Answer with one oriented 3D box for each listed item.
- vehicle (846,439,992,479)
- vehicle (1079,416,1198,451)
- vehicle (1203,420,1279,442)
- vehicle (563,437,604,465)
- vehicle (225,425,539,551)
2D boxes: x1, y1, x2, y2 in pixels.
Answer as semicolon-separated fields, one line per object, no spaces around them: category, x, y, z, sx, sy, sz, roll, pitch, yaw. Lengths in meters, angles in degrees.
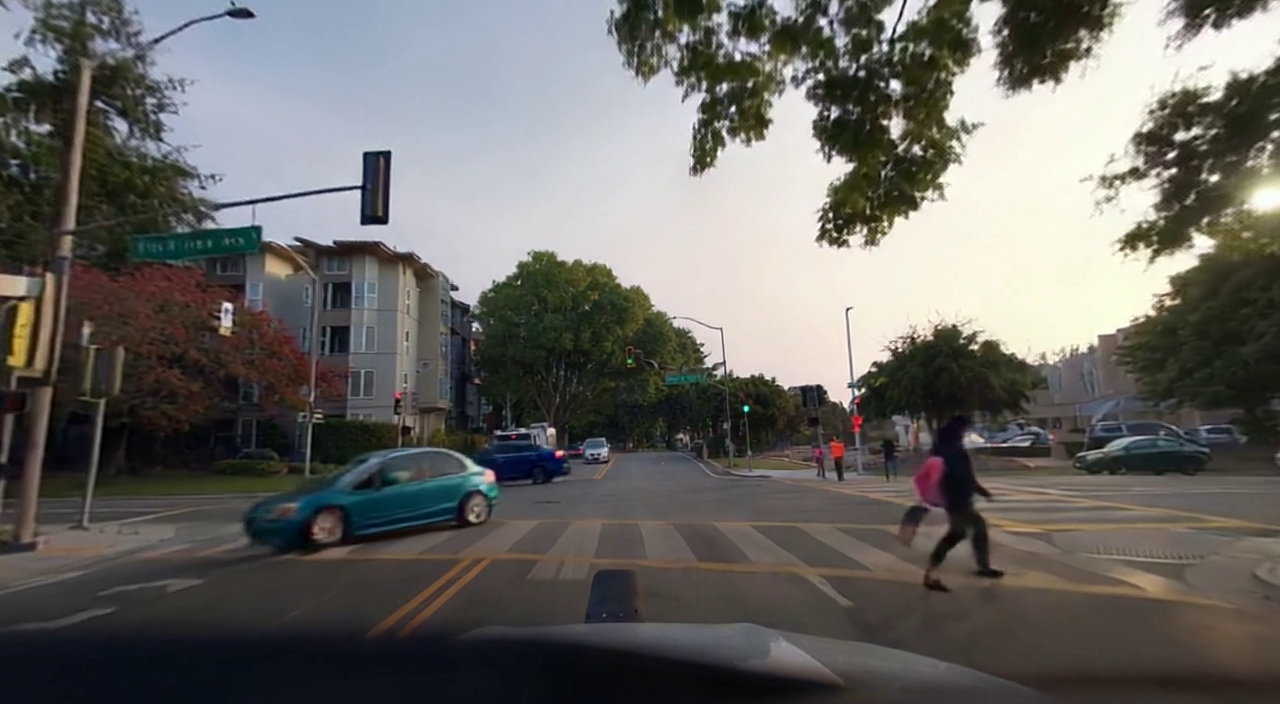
vehicle;11.228;4.297;25.605;5.158;1.470;2.012;-4;-10;26
vehicle;33.450;5.508;42.513;5.969;2.225;2.458;0;-9;-3
vehicle;46.276;6.030;48.284;4.562;1.603;1.816;0;-9;1
vehicle;-3.647;6.550;41.831;2.302;1.708;4.764;0;-9;0
vehicle;-4.011;2.169;10.885;1.979;1.630;4.771;-5;-10;28
